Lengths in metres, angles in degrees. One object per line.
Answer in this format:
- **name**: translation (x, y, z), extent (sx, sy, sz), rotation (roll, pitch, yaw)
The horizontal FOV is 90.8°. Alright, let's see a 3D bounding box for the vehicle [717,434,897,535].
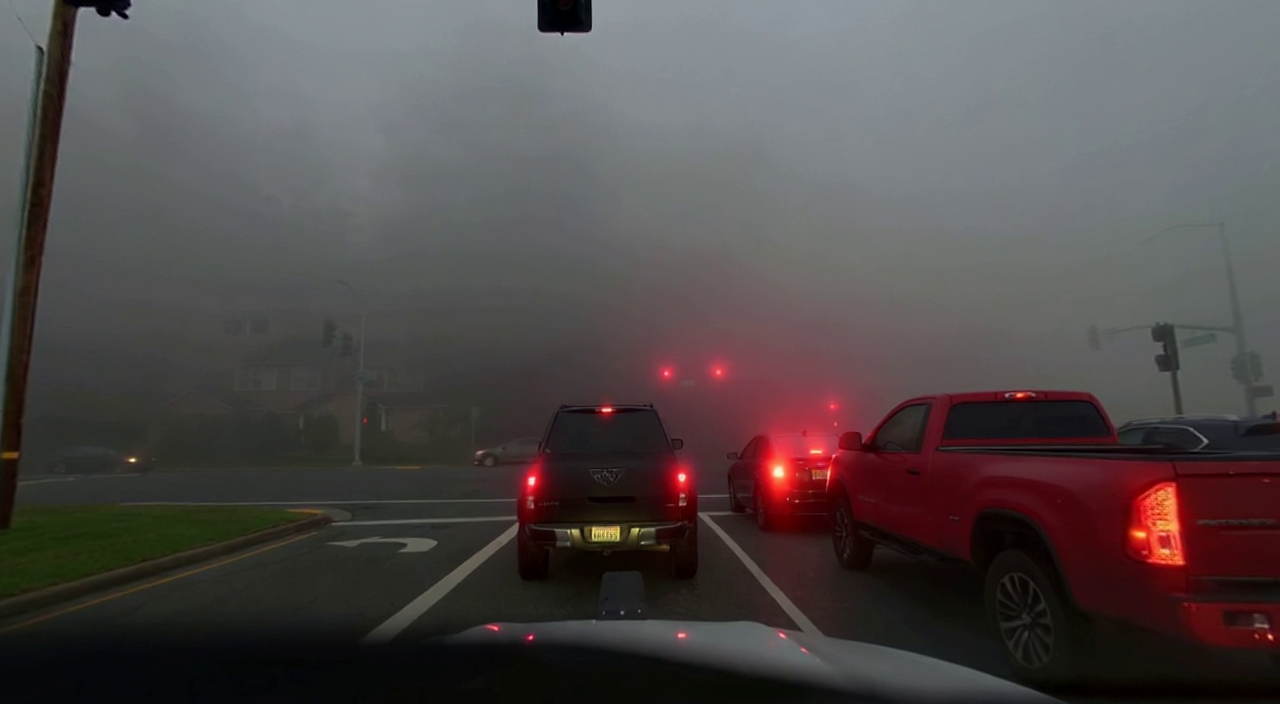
- **vehicle**: translation (2.730, 2.267, 11.537), extent (1.952, 1.465, 4.421), rotation (0, -8, -2)

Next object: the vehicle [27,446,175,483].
- **vehicle**: translation (-22.947, 4.789, 27.046), extent (4.533, 1.350, 1.714), rotation (0, -7, -9)

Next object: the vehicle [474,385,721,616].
- **vehicle**: translation (-0.285, 1.396, 6.679), extent (1.915, 1.780, 3.379), rotation (0, -8, 2)

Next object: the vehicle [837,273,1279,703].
- **vehicle**: translation (2.983, 0.938, 3.810), extent (1.886, 1.849, 5.070), rotation (0, -8, -1)
